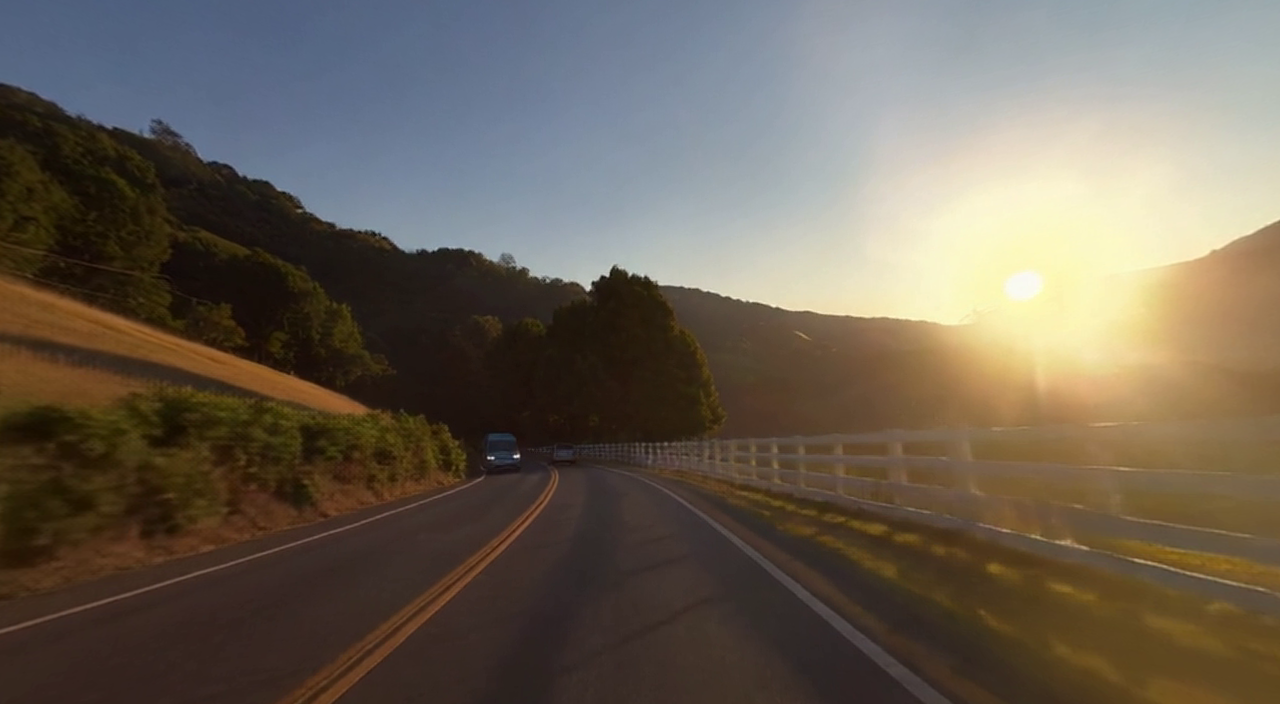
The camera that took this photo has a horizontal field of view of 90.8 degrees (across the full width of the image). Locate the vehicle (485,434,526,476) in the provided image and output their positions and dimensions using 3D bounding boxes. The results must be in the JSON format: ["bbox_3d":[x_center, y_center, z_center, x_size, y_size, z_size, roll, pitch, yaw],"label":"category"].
[{"bbox_3d":[-8.715,6.619,40.747,2.373,2.488,5.160,2,-9,-13],"label":"vehicle"}]
